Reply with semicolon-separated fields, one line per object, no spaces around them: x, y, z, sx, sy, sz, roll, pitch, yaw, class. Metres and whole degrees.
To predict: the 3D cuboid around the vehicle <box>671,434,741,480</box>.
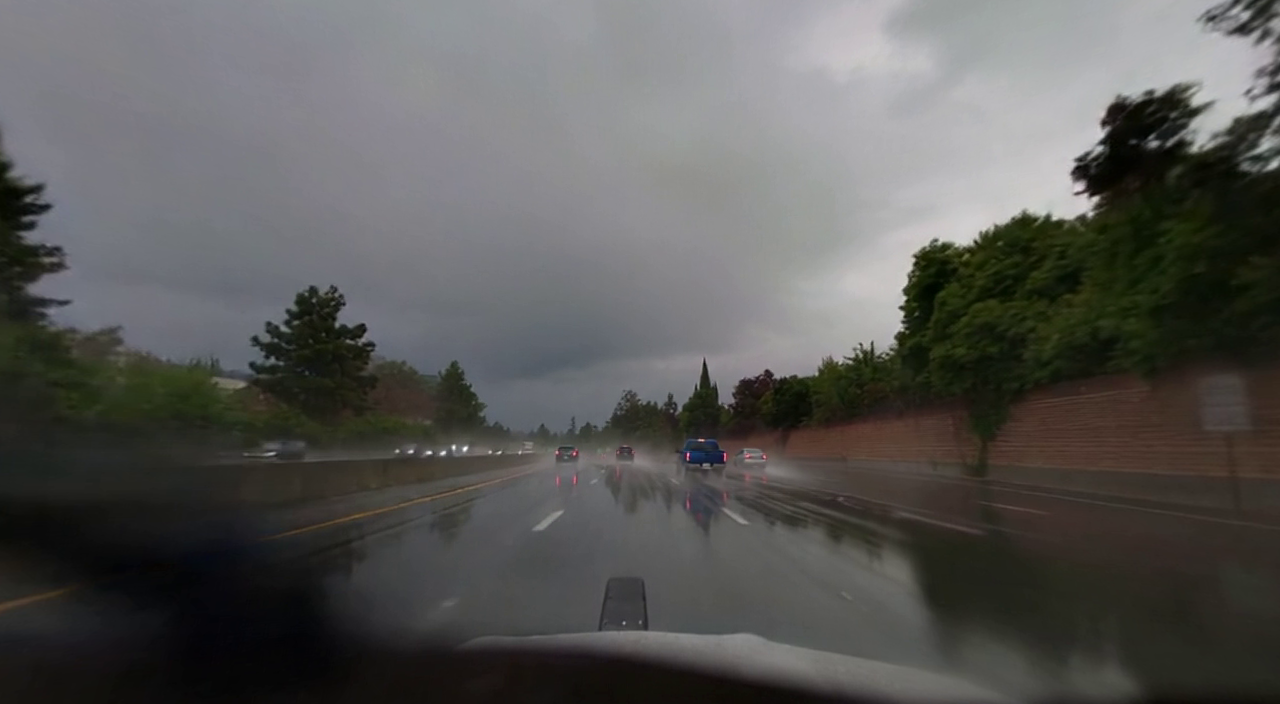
2.949;4.868;29.593;2.374;1.952;5.431;0;-8;-3;vehicle

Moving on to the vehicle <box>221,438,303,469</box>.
-22.114;5.967;37.169;1.971;1.670;4.775;0;-8;-2;vehicle

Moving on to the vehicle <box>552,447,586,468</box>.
-5.491;8.183;49.108;2.411;1.509;4.641;0;-8;-4;vehicle

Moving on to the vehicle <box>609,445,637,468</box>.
-1.336;7.892;47.877;2.050;1.607;3.821;0;-8;-3;vehicle

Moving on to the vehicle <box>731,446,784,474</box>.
6.822;6.296;37.117;1.976;1.485;4.925;0;-8;-3;vehicle
